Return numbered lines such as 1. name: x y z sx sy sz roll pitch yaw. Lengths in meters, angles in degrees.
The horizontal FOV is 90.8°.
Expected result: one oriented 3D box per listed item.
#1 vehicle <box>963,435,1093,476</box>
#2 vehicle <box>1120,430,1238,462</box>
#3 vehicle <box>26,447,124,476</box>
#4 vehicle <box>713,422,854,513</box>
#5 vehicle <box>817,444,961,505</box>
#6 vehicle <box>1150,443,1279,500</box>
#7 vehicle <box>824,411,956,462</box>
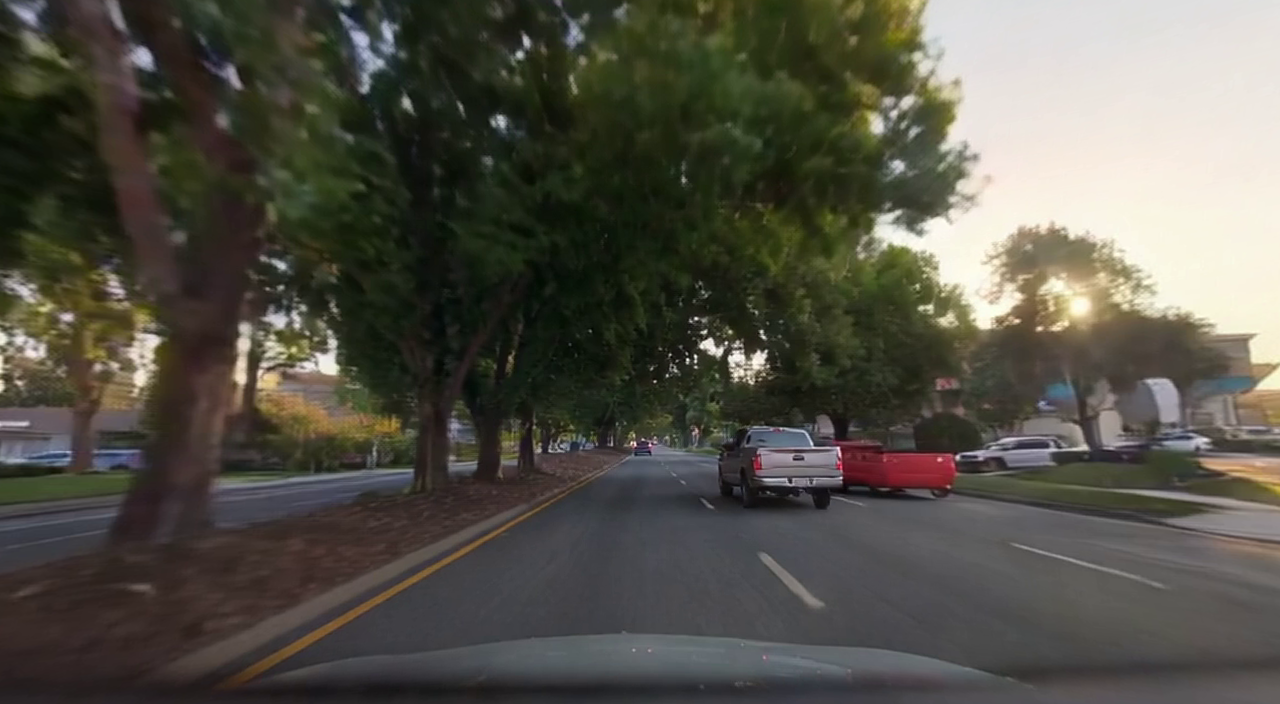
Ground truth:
1. vehicle: 17.730 4.756 29.183 4.747 1.761 2.043 -4 -9 22
2. vehicle: 37.729 6.664 44.412 2.250 1.954 5.679 3 -11 -28
3. vehicle: -29.305 5.679 32.815 3.413 1.459 1.669 0 -8 0
4. vehicle: 3.213 2.727 15.490 2.138 1.836 5.245 0 -8 -1
5. vehicle: 6.729 3.324 17.755 2.012 1.460 4.812 0 -8 -1
6. vehicle: 17.052 3.175 16.992 4.721 1.462 2.028 -4 -9 25
7. vehicle: 18.792 6.412 47.944 8.393 3.716 3.472 0 -9 -2
